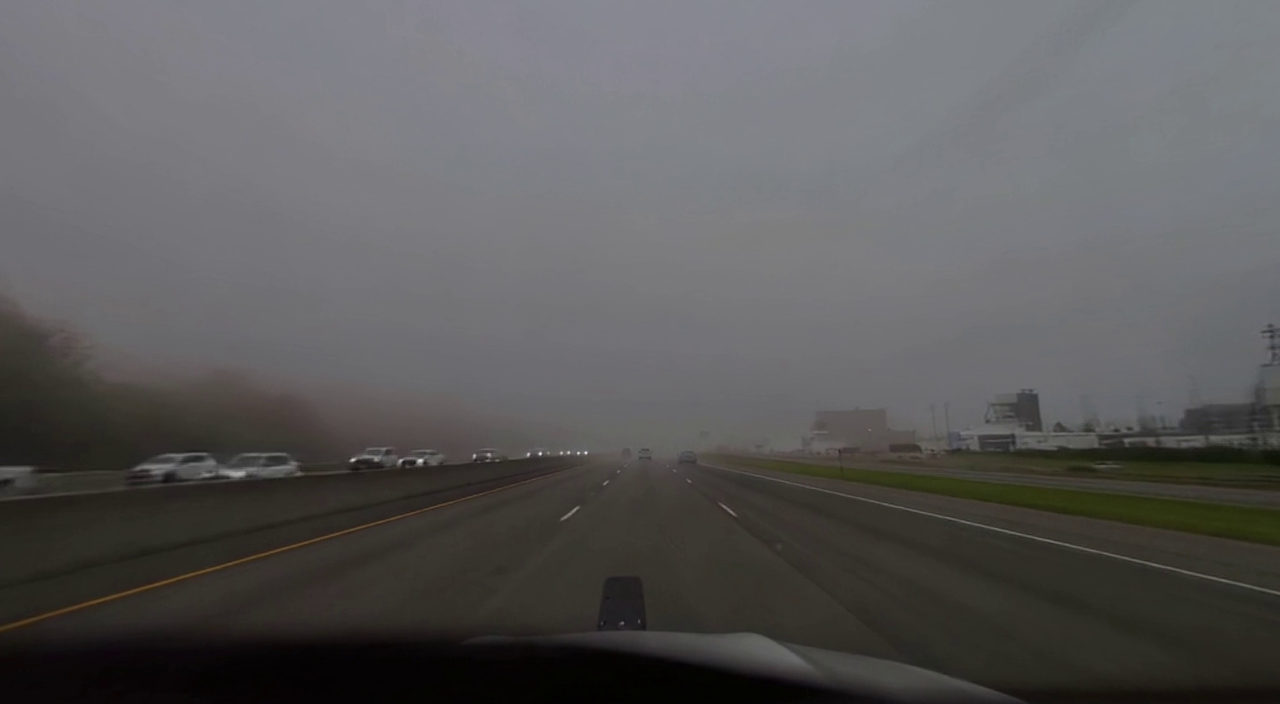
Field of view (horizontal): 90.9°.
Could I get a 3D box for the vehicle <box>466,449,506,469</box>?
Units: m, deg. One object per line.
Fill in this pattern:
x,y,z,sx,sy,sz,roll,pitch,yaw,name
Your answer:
-11.436,7.994,47.054,1.893,1.419,3.812,-1,-9,2,vehicle

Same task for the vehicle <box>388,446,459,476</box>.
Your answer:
-11.531,5.851,33.954,2.025,1.474,4.804,0,-9,1,vehicle

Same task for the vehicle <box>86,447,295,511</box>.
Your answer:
-11.437,3.227,16.587,1.982,1.420,4.712,0,-9,1,vehicle

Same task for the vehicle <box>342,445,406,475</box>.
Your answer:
-15.238,6.204,36.357,1.841,1.586,4.041,0,-9,1,vehicle
